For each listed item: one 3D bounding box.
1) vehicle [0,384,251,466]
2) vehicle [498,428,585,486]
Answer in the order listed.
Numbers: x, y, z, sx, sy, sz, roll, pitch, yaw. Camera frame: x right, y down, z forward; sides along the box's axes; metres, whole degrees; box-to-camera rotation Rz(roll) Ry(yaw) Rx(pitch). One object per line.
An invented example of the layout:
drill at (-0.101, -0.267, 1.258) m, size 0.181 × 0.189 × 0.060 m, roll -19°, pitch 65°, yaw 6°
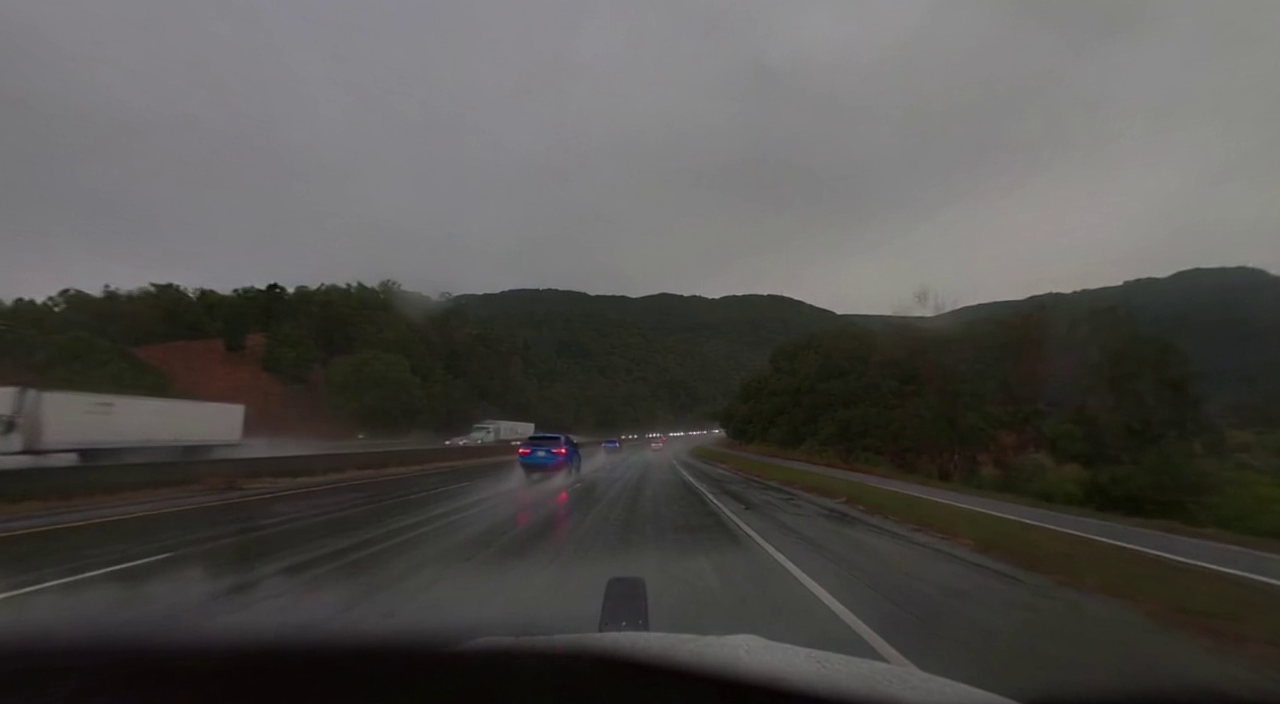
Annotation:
vehicle at (-32.081, 4.927, 40.658) m, size 2.876 × 4.206 × 16.437 m, roll -1°, pitch -8°, yaw 3°
vehicle at (-3.176, 3.507, 21.375) m, size 2.138 × 1.718 × 4.415 m, roll 0°, pitch -8°, yaw 2°
